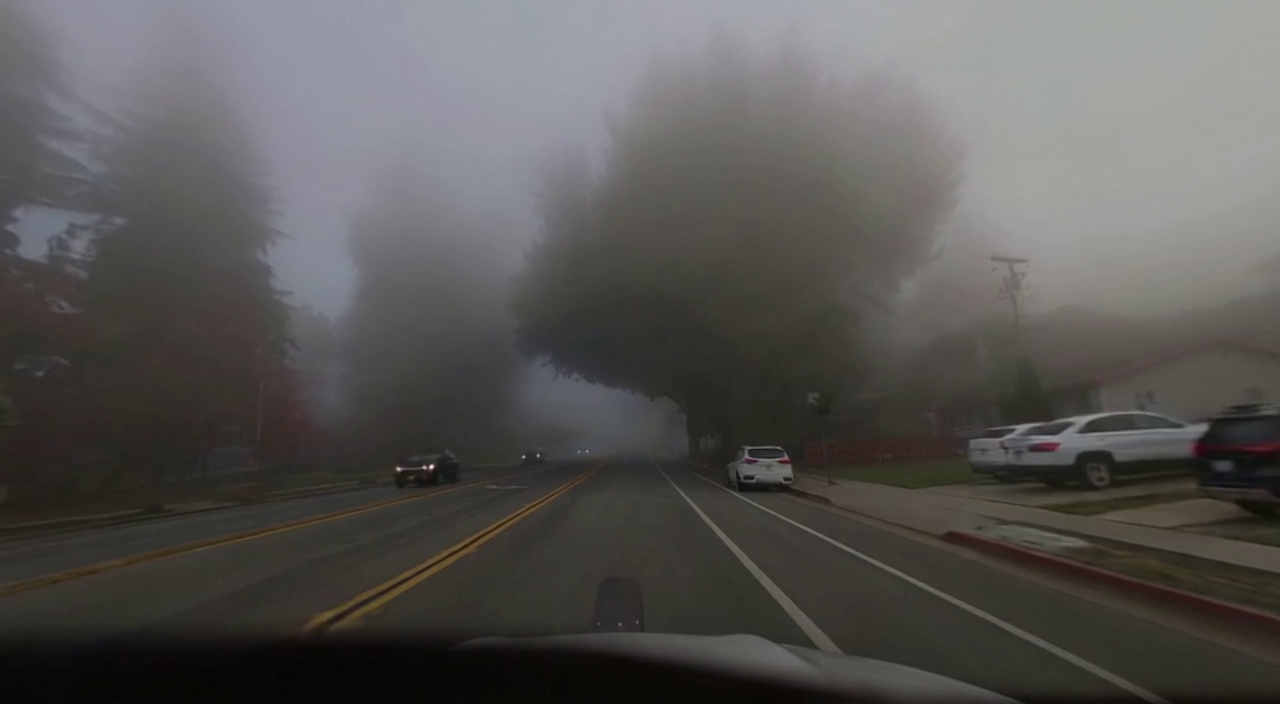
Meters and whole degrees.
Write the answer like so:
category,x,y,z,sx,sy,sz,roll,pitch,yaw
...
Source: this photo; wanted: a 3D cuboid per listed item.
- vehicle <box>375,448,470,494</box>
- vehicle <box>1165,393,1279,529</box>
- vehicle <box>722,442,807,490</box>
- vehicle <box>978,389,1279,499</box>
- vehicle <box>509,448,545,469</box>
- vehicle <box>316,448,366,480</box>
category,x,y,z,sx,sy,sz,roll,pitch,yaw
vehicle,-8.286,4.535,24.564,2.005,1.589,4.648,0,-9,0
vehicle,10.746,1.282,8.732,4.964,1.739,2.184,-5,-10,-4
vehicle,4.222,3.935,22.200,2.011,1.458,4.633,0,-8,0
vehicle,10.221,1.953,13.461,4.578,2.084,2.428,-1,-8,2
vehicle,-8.687,8.239,48.970,1.920,1.516,4.311,0,-8,1
vehicle,-18.831,7.015,40.068,2.141,1.797,5.403,3,-8,-18
